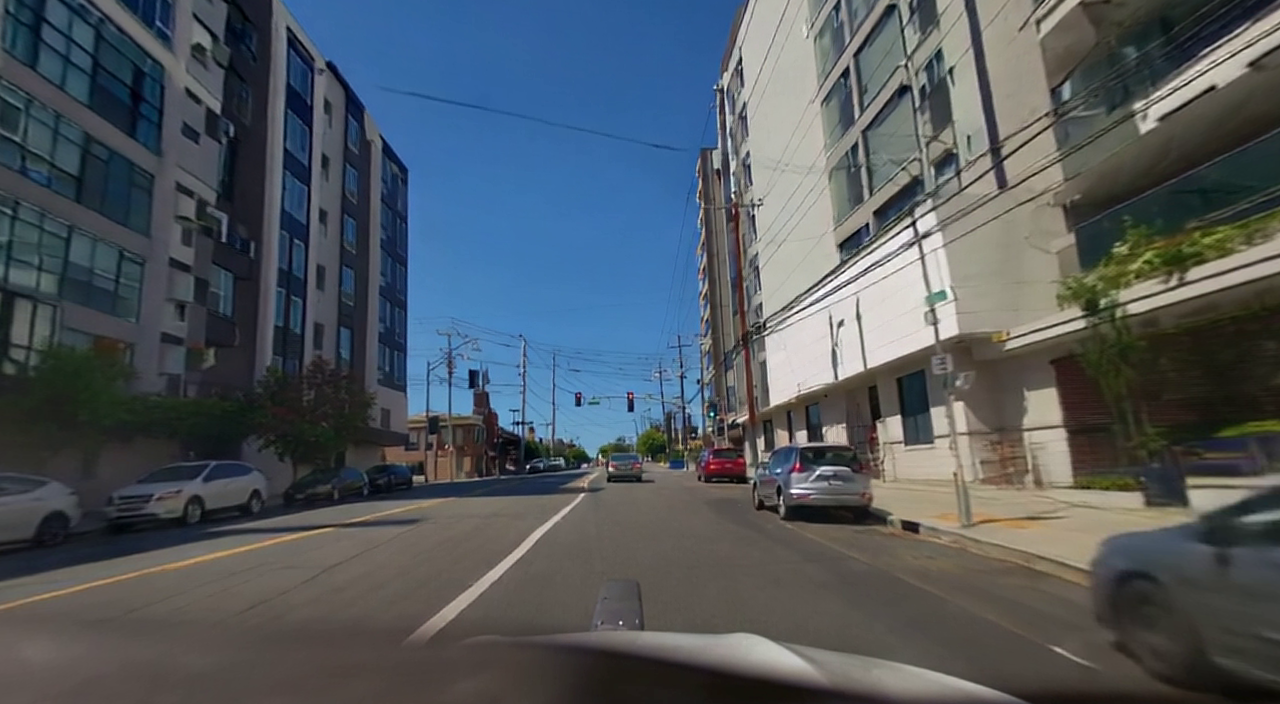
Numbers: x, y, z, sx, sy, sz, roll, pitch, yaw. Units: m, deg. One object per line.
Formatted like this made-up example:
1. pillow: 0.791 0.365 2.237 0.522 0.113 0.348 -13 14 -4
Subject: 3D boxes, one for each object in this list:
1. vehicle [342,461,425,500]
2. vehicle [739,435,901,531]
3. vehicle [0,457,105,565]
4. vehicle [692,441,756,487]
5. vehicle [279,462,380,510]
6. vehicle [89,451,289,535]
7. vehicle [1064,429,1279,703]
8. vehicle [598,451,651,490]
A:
1. vehicle: -11.914 5.948 29.698 1.910 1.498 4.662 -3 -9 1
2. vehicle: 3.734 2.816 14.168 2.186 1.764 4.470 0 -9 -2
3. vehicle: -11.856 2.657 10.389 2.039 1.781 4.536 0 -9 1
4. vehicle: 3.791 5.192 29.575 2.248 1.945 5.011 0 -9 -1
5. vehicle: -11.958 5.138 24.649 2.004 1.526 3.807 -3 -9 0
6. vehicle: -11.857 3.659 17.163 1.997 1.918 4.736 0 -9 -1
7. vehicle: 4.056 1.002 2.280 1.956 1.489 4.441 0 -9 0
8. vehicle: -0.570 4.836 26.144 2.019 1.453 4.129 0 -9 0
